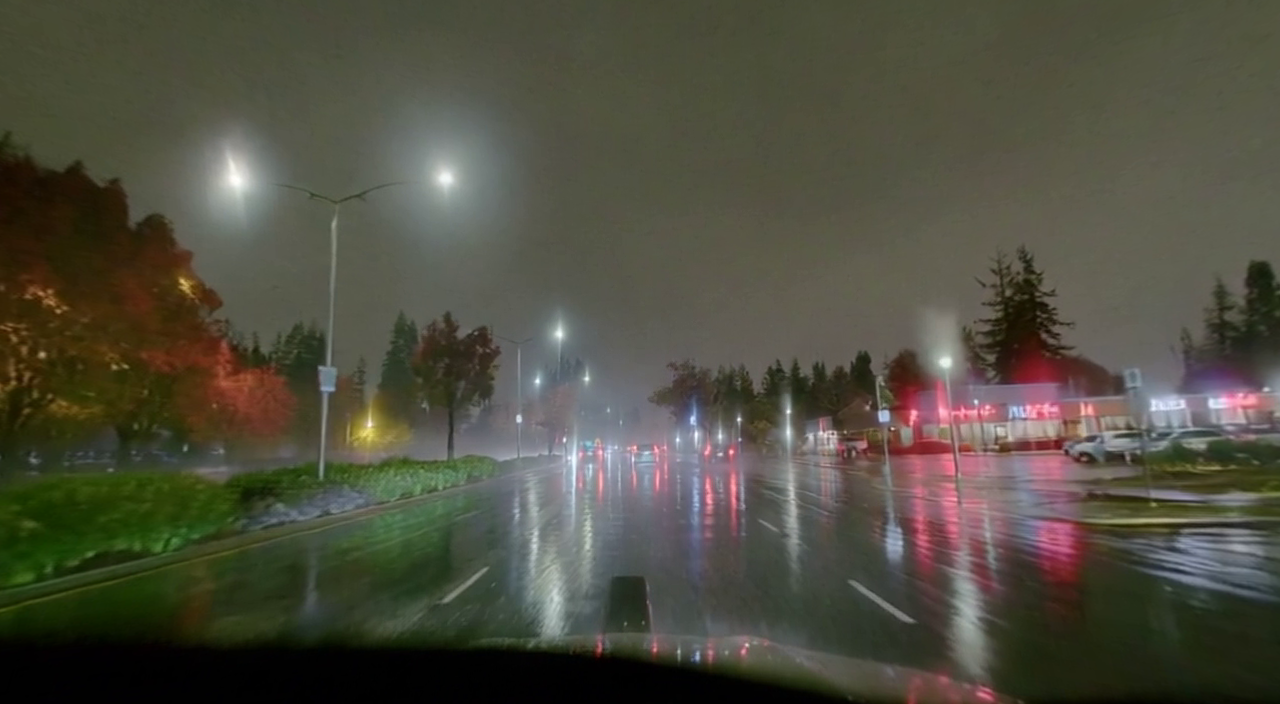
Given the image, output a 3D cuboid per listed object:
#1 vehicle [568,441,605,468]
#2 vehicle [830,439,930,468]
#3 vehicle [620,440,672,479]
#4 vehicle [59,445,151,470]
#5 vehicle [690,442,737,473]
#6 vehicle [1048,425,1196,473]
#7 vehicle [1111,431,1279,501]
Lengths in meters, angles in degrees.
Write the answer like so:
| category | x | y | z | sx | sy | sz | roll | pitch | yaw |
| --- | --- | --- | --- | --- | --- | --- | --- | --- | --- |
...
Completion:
| category | x | y | z | sx | sy | sz | roll | pitch | yaw |
| --- | --- | --- | --- | --- | --- | --- | --- | --- | --- |
| vehicle | -3.336 | 6.503 | 40.218 | 1.995 | 1.607 | 4.086 | 0 | -8 | 0 |
| vehicle | 12.696 | 5.392 | 33.633 | 4.622 | 1.469 | 1.934 | -2 | -9 | 8 |
| vehicle | 0.219 | 4.556 | 26.967 | 2.059 | 1.477 | 4.216 | 0 | -8 | 0 |
| vehicle | -36.296 | 7.167 | 42.835 | 4.357 | 1.591 | 1.981 | 0 | -9 | -2 |
| vehicle | 3.756 | 5.462 | 32.935 | 2.012 | 1.462 | 4.400 | 0 | -8 | 1 |
| vehicle | 18.403 | 3.742 | 24.428 | 1.927 | 1.674 | 4.638 | 0 | -8 | -2 |
| vehicle | 14.909 | 2.846 | 16.215 | 2.099 | 1.526 | 4.555 | -1 | -8 | 1 |
